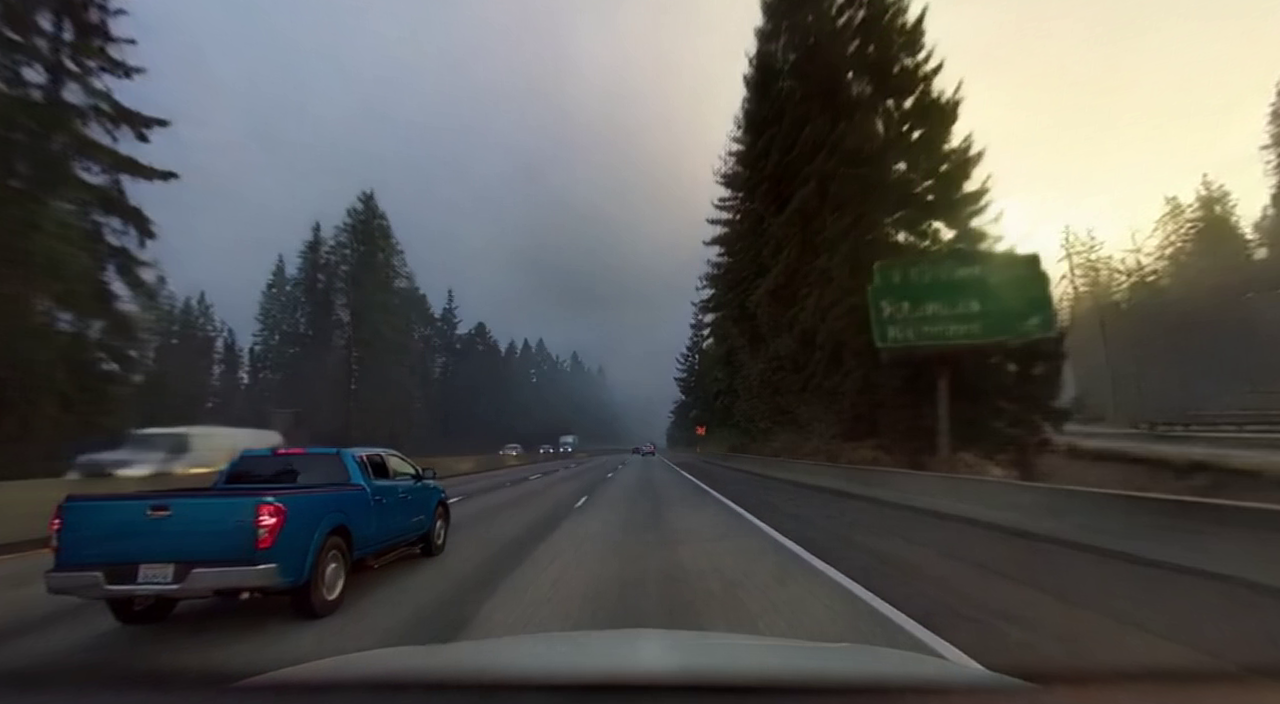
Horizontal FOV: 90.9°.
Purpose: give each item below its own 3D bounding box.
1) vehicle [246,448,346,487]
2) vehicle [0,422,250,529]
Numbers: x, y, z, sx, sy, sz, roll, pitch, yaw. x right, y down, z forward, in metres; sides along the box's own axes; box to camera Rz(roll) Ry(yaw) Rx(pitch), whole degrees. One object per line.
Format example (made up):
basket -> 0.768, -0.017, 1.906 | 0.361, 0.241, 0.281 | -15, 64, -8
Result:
vehicle -> -15.151, 5.075, 28.063 | 1.848, 1.546, 4.464 | 0, -8, 1
vehicle -> -11.801, 2.647, 14.293 | 2.263, 1.924, 5.585 | 0, -8, 1
